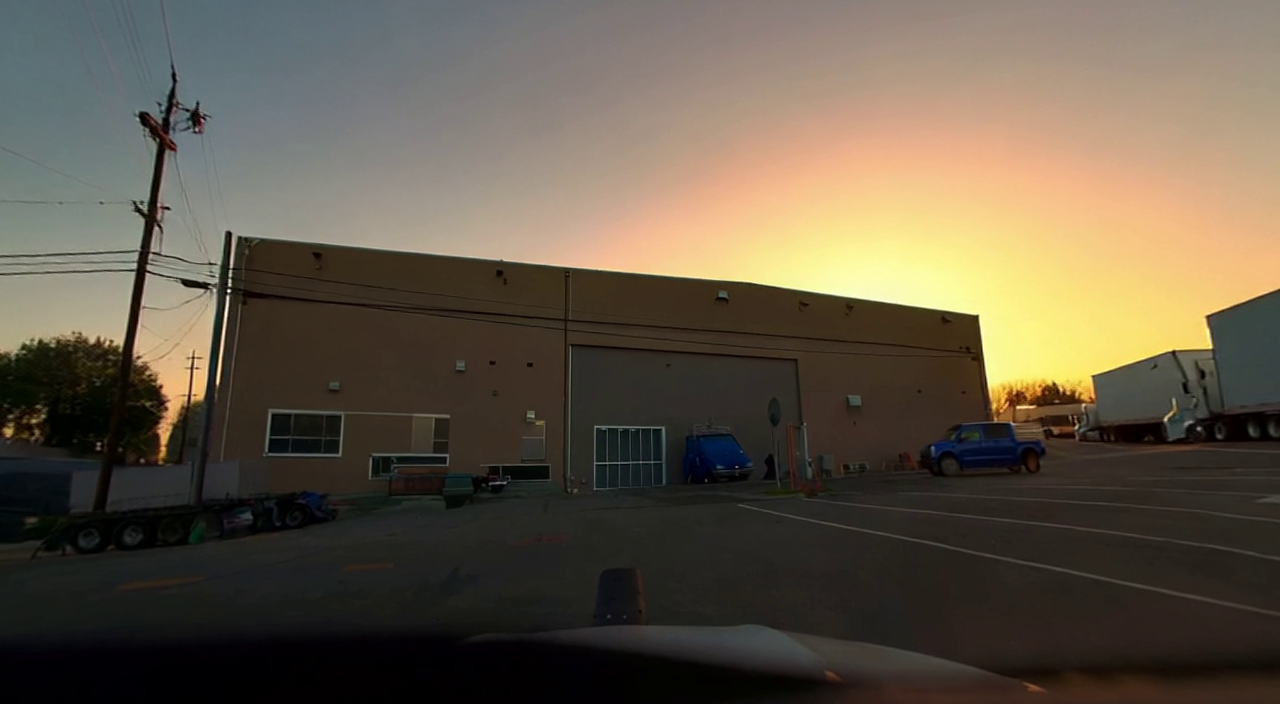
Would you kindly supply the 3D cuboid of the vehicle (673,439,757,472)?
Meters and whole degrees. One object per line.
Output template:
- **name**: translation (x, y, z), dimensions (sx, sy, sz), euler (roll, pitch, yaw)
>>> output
- **vehicle**: translation (4.893, 6.815, 41.659), dimensions (5.207, 2.103, 1.997), euler (0, -8, -4)

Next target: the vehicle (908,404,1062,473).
- **vehicle**: translation (17.468, 4.433, 32.117), dimensions (6.271, 3.004, 2.298), euler (-3, -10, -5)
